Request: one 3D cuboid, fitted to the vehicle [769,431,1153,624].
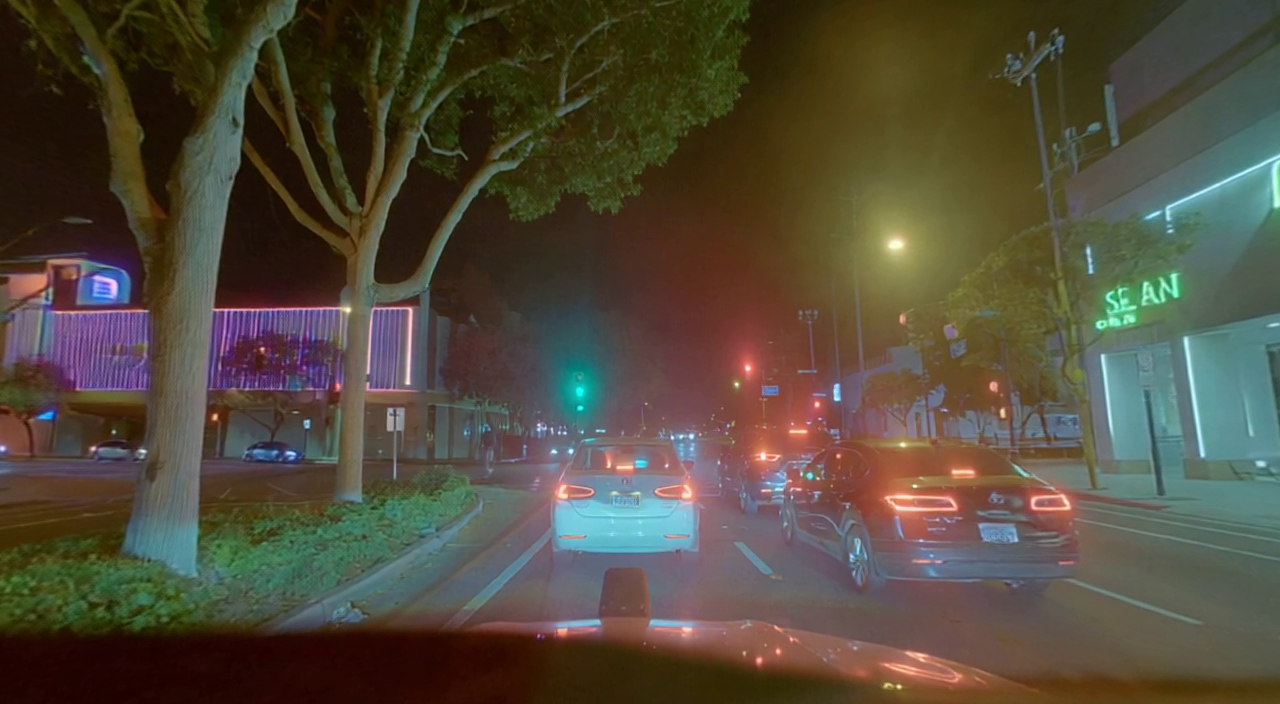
[{"bbox_3d":[2.901,1.652,6.998,1.893,1.446,4.270,0,-8,-2],"label":"vehicle"}]

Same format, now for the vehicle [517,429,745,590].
[{"bbox_3d":[-0.097,1.755,7.925,2.087,1.456,4.143,0,-8,-1],"label":"vehicle"}]
